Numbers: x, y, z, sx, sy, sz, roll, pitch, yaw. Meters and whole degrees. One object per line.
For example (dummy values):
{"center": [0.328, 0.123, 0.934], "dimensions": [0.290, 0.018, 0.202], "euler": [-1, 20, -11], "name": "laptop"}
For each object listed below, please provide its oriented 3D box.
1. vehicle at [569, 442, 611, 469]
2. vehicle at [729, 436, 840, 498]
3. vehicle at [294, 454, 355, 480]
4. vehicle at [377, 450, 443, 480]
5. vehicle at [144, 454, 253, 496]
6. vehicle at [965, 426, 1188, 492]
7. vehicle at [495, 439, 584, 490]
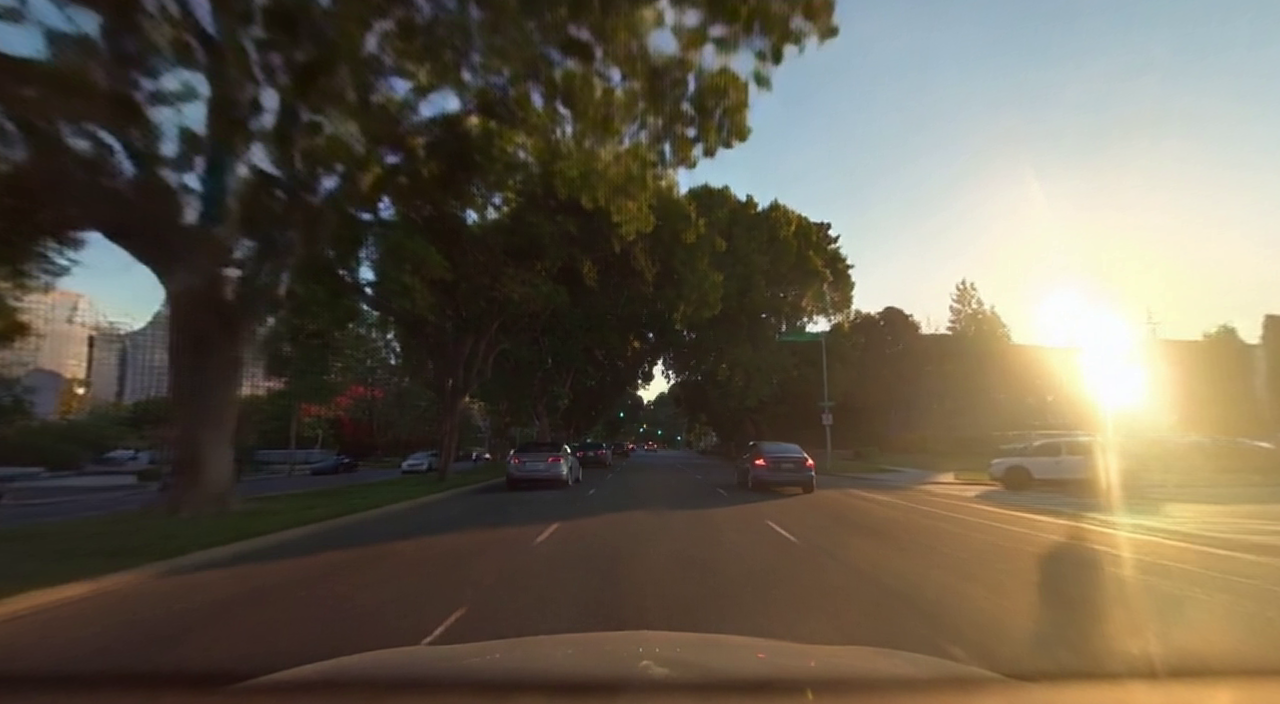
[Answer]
{"center": [-2.950, 6.158, 37.830], "dimensions": [1.988, 1.497, 4.404], "euler": [0, -8, 2], "name": "vehicle"}
{"center": [3.813, 3.117, 17.539], "dimensions": [2.010, 1.486, 4.498], "euler": [0, -8, 0], "name": "vehicle"}
{"center": [-22.257, 8.102, 44.630], "dimensions": [1.960, 1.698, 4.446], "euler": [0, -8, 1], "name": "vehicle"}
{"center": [-12.470, 6.123, 34.465], "dimensions": [1.871, 1.478, 4.489], "euler": [0, -8, 1], "name": "vehicle"}
{"center": [-22.313, 6.180, 32.152], "dimensions": [2.073, 1.878, 4.912], "euler": [0, -8, -1], "name": "vehicle"}
{"center": [12.205, 3.024, 18.010], "dimensions": [4.717, 1.733, 1.994], "euler": [-2, -9, 10], "name": "vehicle"}
{"center": [-3.125, 3.604, 20.565], "dimensions": [2.053, 1.480, 4.381], "euler": [0, -8, 2], "name": "vehicle"}
